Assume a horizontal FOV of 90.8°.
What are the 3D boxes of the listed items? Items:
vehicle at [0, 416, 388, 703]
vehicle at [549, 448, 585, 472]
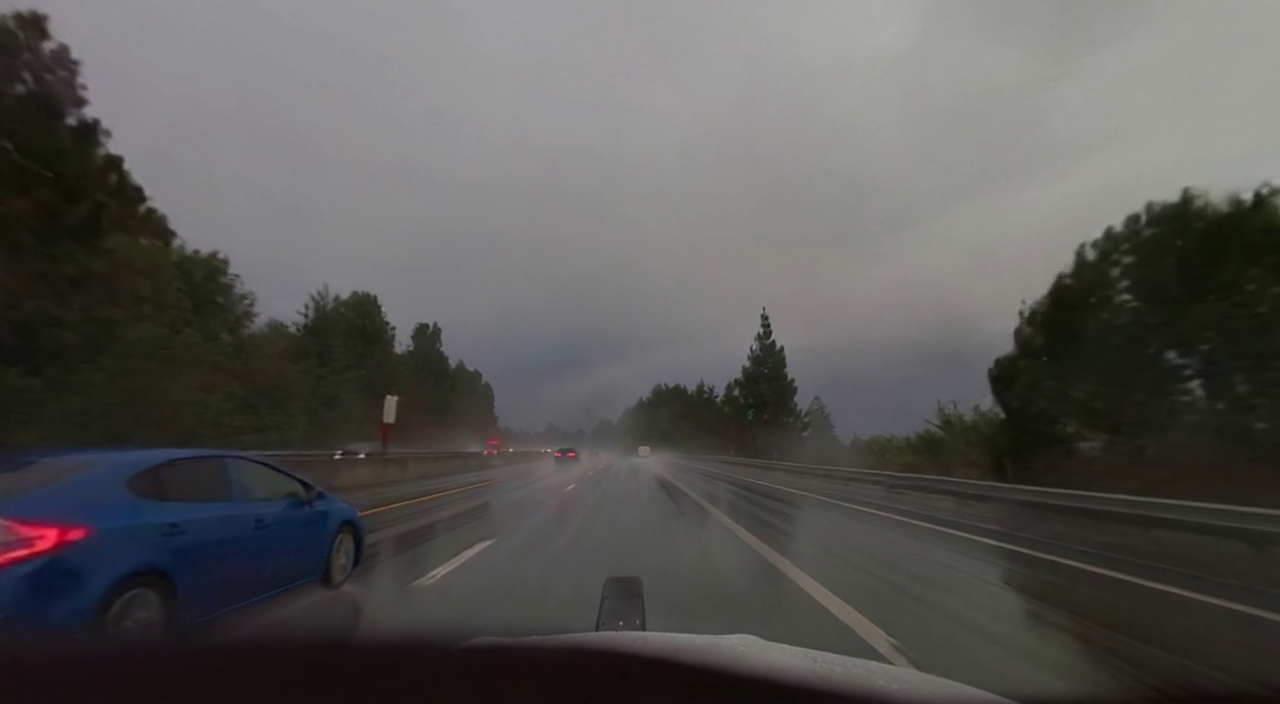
[{"bbox_3d":[-3.782,1.296,4.442,1.957,1.499,4.965,0,-9,0],"label":"vehicle"},{"bbox_3d":[-5.055,7.518,44.191,2.049,1.521,4.366,0,-9,-1],"label":"vehicle"}]
